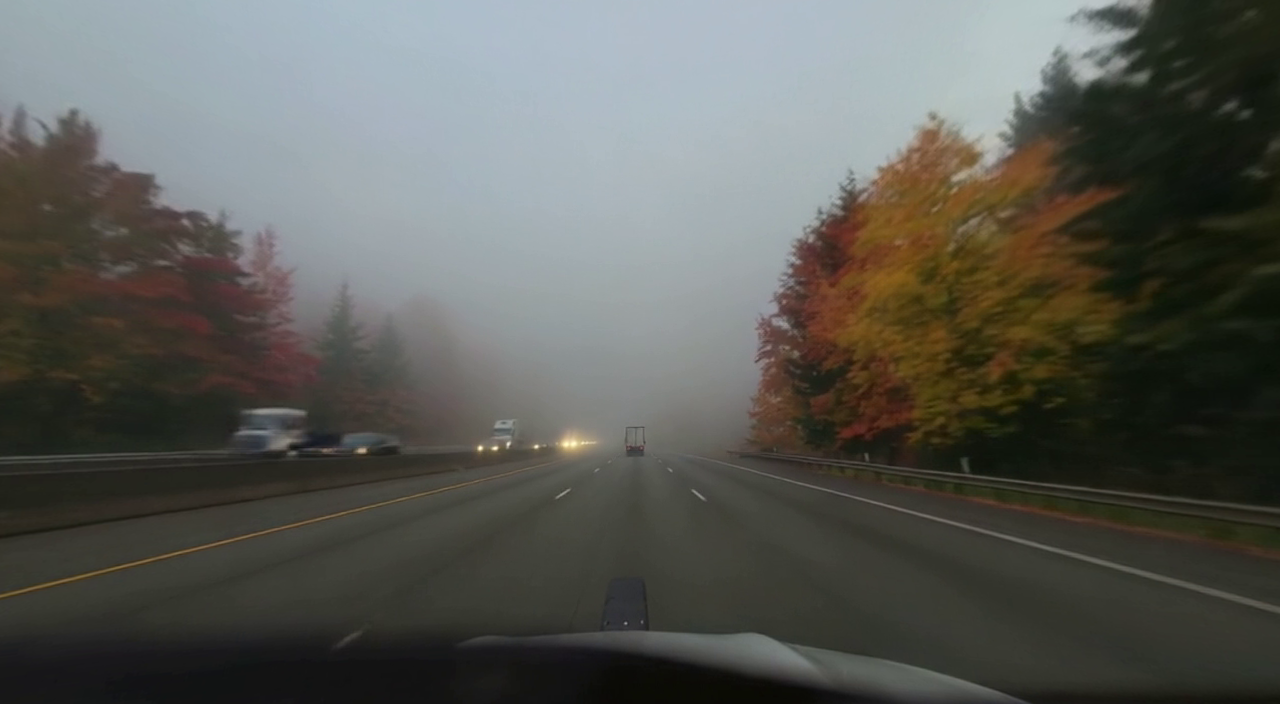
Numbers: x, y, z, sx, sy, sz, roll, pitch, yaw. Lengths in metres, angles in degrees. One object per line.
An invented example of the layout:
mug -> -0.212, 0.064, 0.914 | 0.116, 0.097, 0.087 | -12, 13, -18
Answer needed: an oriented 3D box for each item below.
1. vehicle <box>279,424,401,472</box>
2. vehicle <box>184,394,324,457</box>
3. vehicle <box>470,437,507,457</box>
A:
vehicle -> -11.255, 3.650, 24.104 | 2.186, 1.626, 4.920 | 0, -8, 1
vehicle -> -15.351, 3.040, 25.500 | 2.181, 2.282, 5.340 | 0, -8, 1
vehicle -> -11.958, 7.515, 49.989 | 1.925, 1.490, 4.372 | 0, -8, -1
